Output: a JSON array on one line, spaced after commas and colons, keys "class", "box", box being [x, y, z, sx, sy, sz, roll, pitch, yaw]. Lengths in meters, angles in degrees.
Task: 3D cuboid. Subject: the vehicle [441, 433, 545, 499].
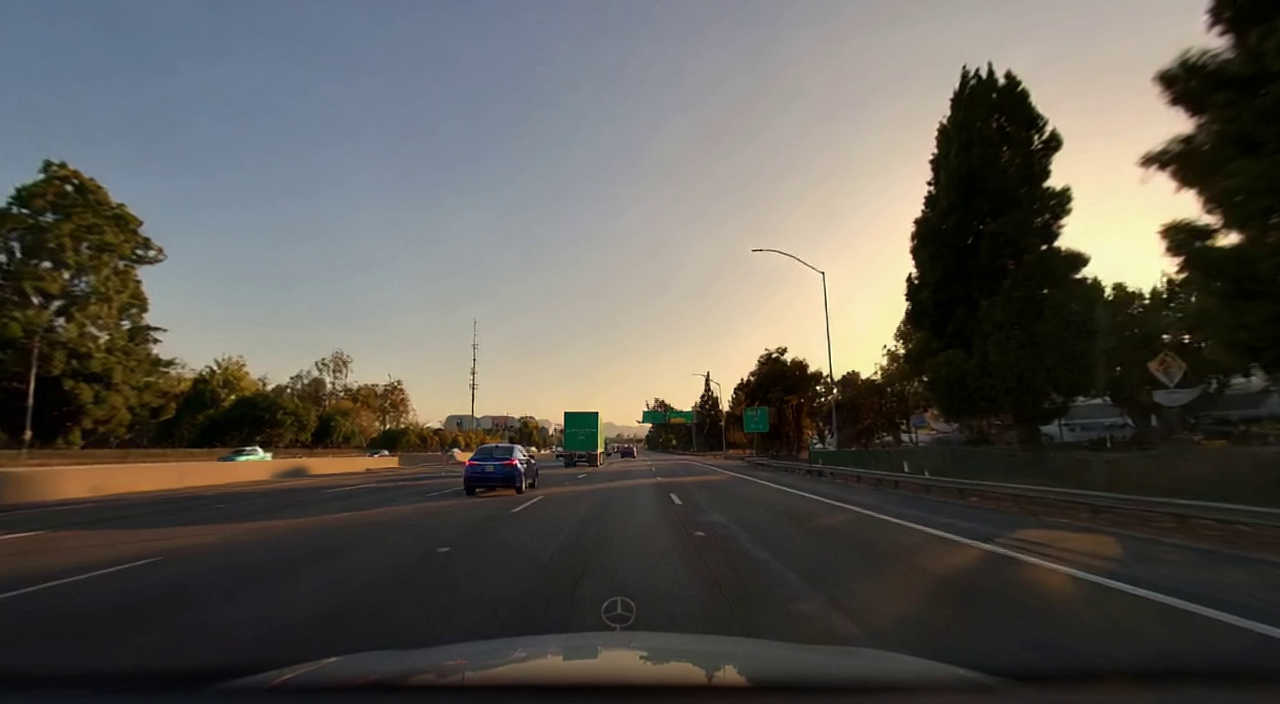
[{"class": "vehicle", "box": [-4.101, 3.250, 18.378, 2.033, 1.669, 4.112, 0, -9, 0]}]
